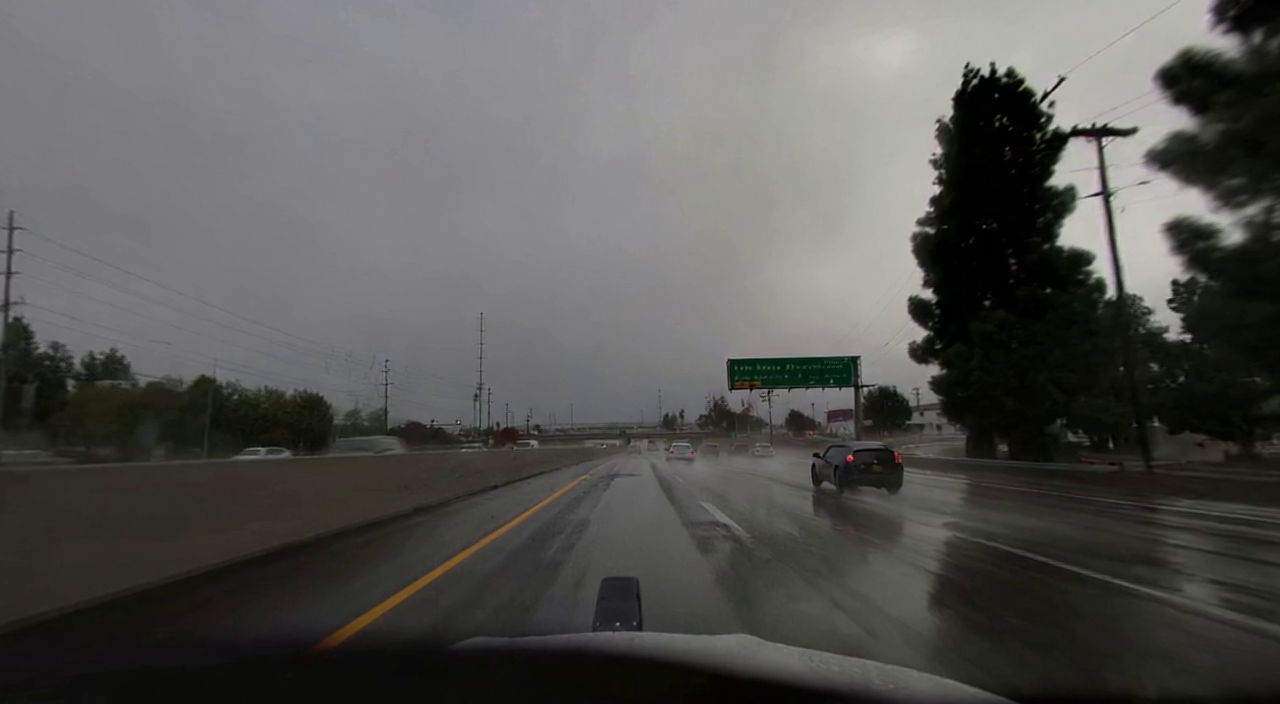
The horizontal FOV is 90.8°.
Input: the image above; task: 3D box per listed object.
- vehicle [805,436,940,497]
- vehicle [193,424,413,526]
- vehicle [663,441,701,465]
[{"bbox_3d":[6.309,3.153,17.830,1.952,1.489,4.483,0,-8,-2],"label":"vehicle"},{"bbox_3d":[-6.643,2.463,13.222,2.022,1.737,4.546,0,-8,1],"label":"vehicle"},{"bbox_3d":[2.658,6.599,41.423,1.993,1.507,4.594,0,-8,-2],"label":"vehicle"}]
